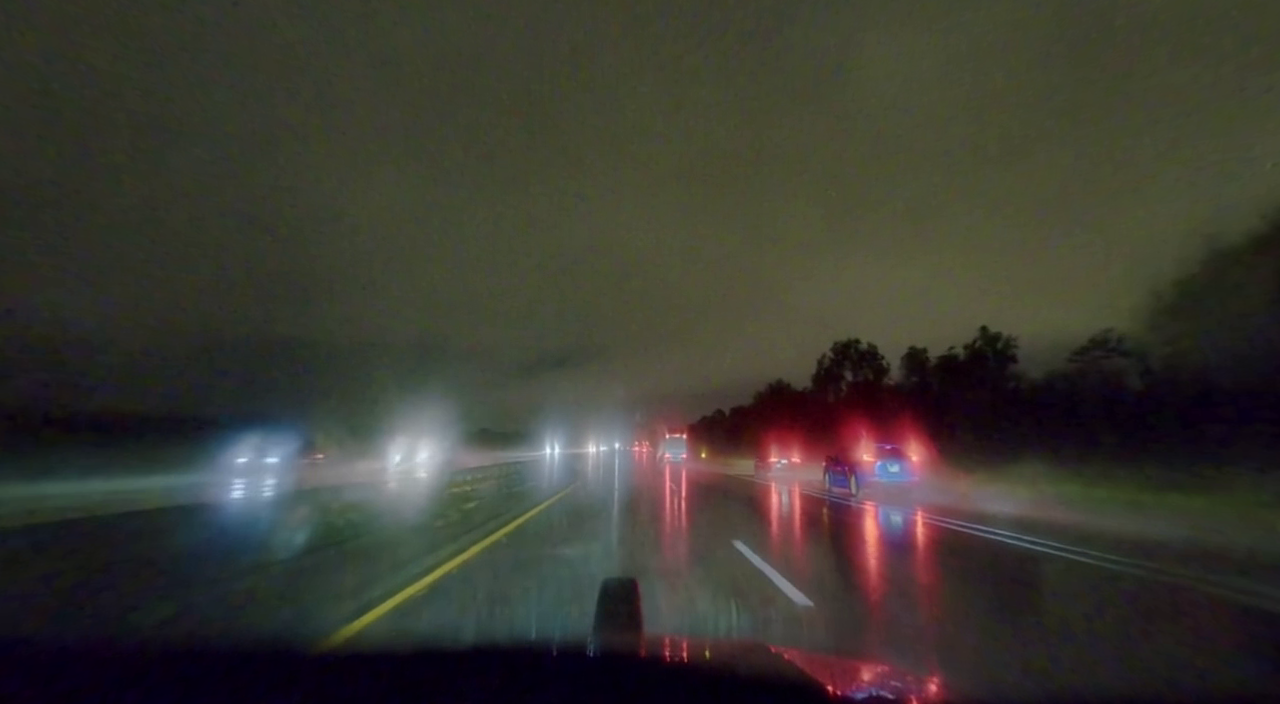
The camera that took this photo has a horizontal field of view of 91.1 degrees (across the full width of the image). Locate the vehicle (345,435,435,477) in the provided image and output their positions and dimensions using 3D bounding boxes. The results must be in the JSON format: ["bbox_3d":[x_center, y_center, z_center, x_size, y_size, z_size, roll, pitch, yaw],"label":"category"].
[{"bbox_3d":[-10.162,4.256,25.963,1.985,1.548,4.327,0,-9,-1],"label":"vehicle"}]

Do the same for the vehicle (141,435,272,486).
[{"bbox_3d":[-13.843,3.484,20.352,1.752,1.472,3.546,0,-9,-2],"label":"vehicle"}]
